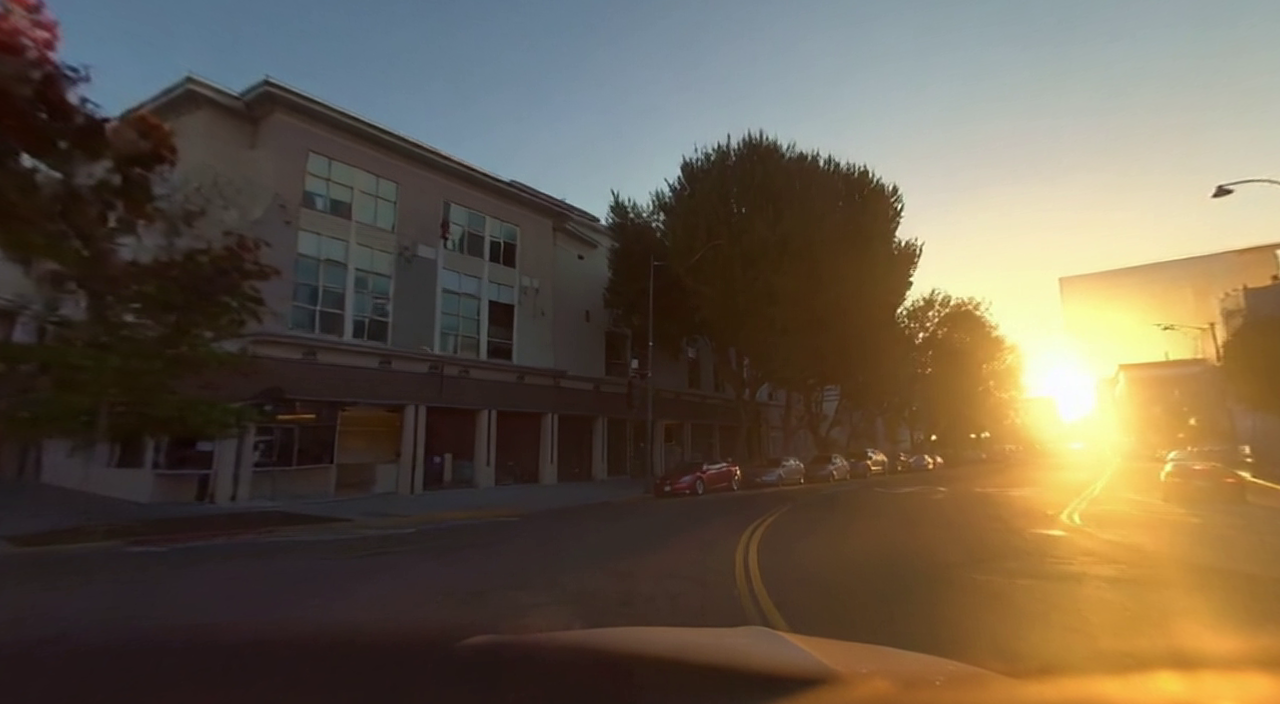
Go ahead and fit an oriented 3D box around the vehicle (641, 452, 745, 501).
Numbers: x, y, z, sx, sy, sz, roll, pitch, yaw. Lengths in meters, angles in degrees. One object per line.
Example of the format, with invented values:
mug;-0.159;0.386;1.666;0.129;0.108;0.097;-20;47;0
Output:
vehicle;2.092;4.632;23.879;1.922;1.628;4.291;-7;-11;36

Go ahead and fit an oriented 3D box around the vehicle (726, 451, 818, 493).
vehicle;6.020;5.327;28.331;2.179;1.658;4.765;-7;-11;37

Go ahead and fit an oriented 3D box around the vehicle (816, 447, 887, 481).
vehicle;12.564;6.544;37.196;2.171;1.816;5.274;-7;-11;39

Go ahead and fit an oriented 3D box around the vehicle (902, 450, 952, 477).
vehicle;17.317;6.686;37.946;1.852;1.465;4.092;-6;-11;36

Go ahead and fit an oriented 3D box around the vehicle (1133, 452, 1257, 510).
vehicle;16.794;3.852;19.351;2.148;1.488;4.508;-6;-10;33
